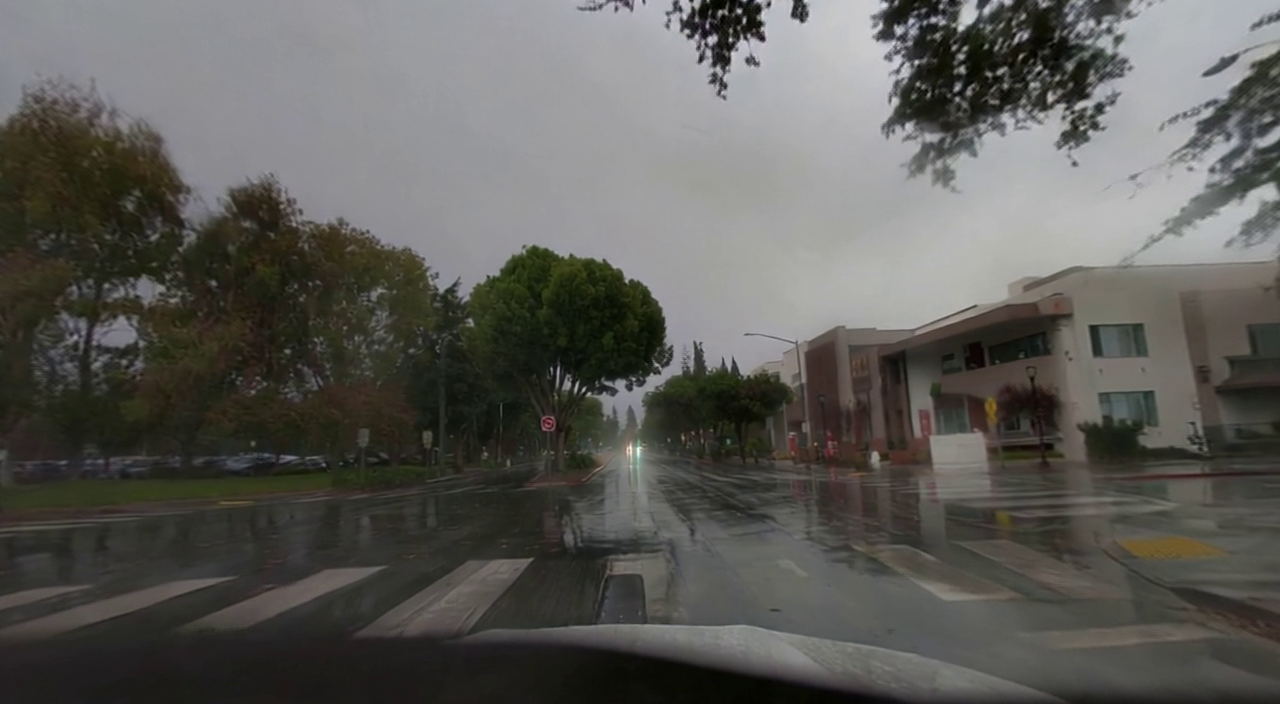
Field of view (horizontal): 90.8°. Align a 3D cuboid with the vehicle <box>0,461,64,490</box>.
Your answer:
[{"bbox_3d":[-36.919,7.271,37.342,1.871,1.523,4.028,0,-9,1],"label":"vehicle"}]
